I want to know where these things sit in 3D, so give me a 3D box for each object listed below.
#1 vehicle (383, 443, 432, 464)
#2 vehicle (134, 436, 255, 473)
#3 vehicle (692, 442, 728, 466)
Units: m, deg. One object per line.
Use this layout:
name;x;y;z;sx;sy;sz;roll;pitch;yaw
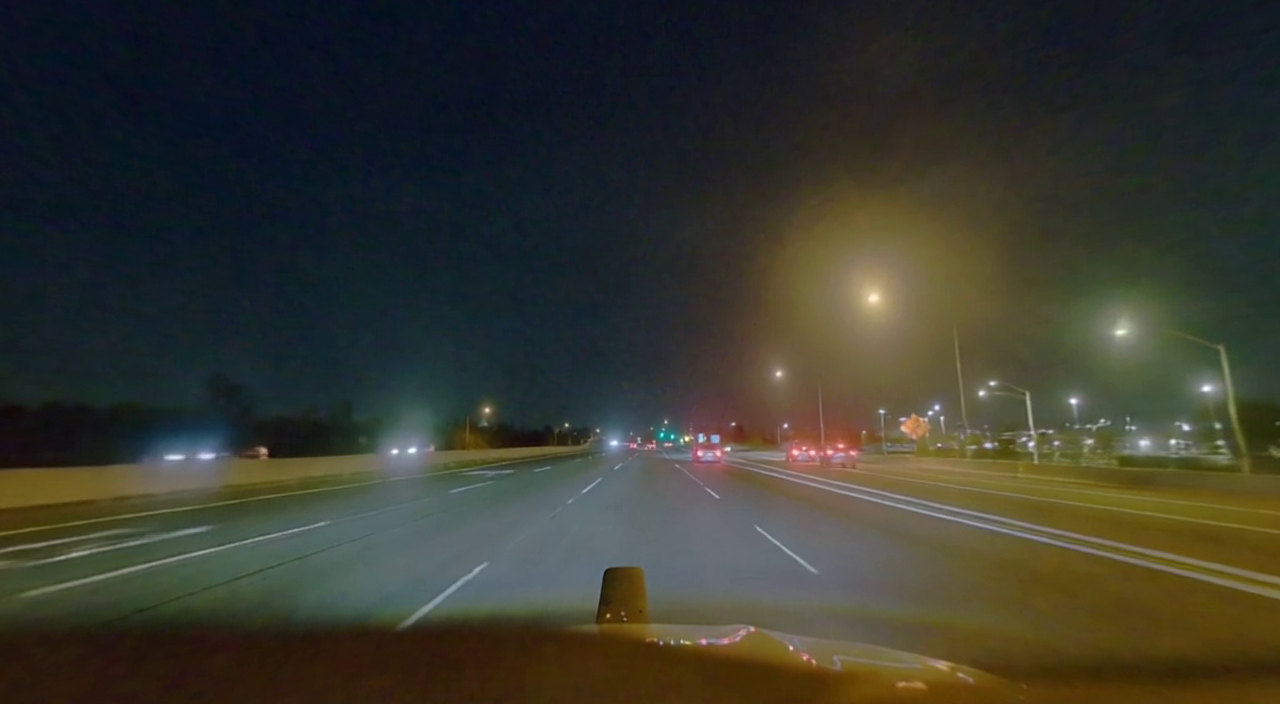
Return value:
vehicle;-17.401;7.607;47.469;1.913;1.440;4.374;0;-8;2
vehicle;-21.426;4.950;30.663;2.023;1.607;5.149;0;-8;1
vehicle;4.547;6.657;41.474;1.912;1.478;4.125;0;-8;0
